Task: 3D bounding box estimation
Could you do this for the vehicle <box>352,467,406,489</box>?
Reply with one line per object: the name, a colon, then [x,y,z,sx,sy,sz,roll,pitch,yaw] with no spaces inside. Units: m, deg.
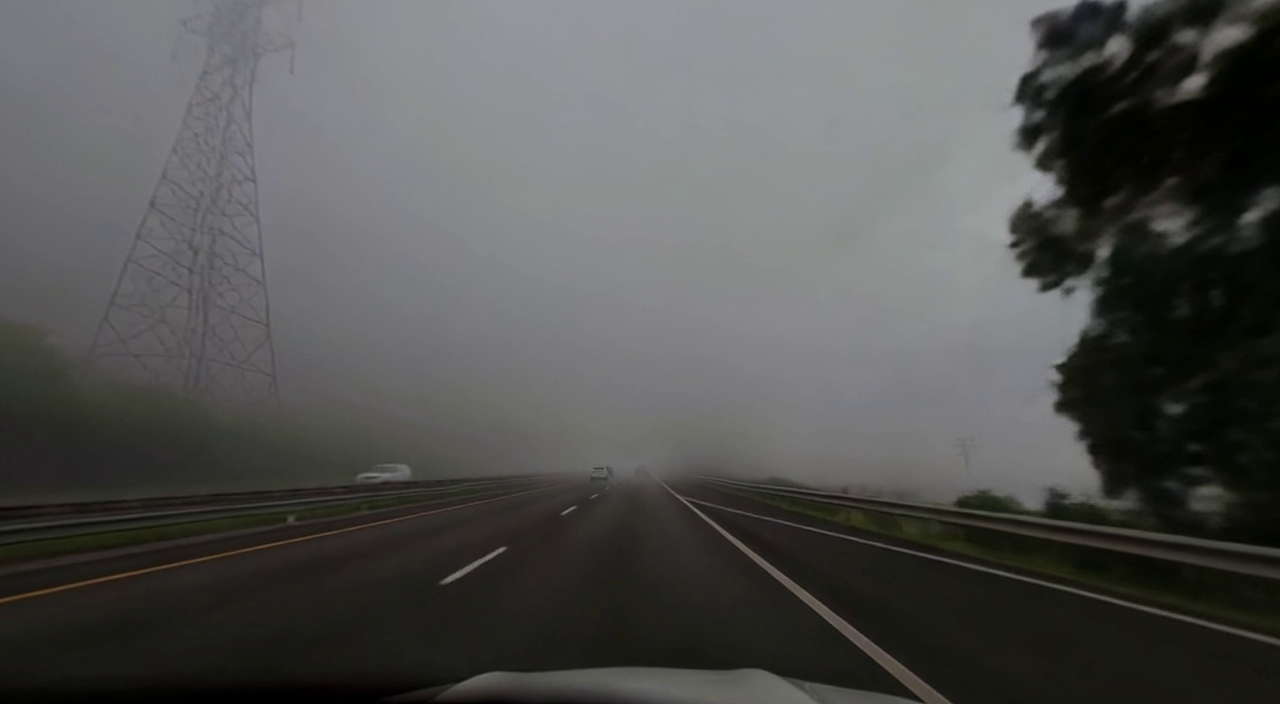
vehicle: [-19.894,9.619,48.094,1.957,1.599,4.666,0,-11,1]
